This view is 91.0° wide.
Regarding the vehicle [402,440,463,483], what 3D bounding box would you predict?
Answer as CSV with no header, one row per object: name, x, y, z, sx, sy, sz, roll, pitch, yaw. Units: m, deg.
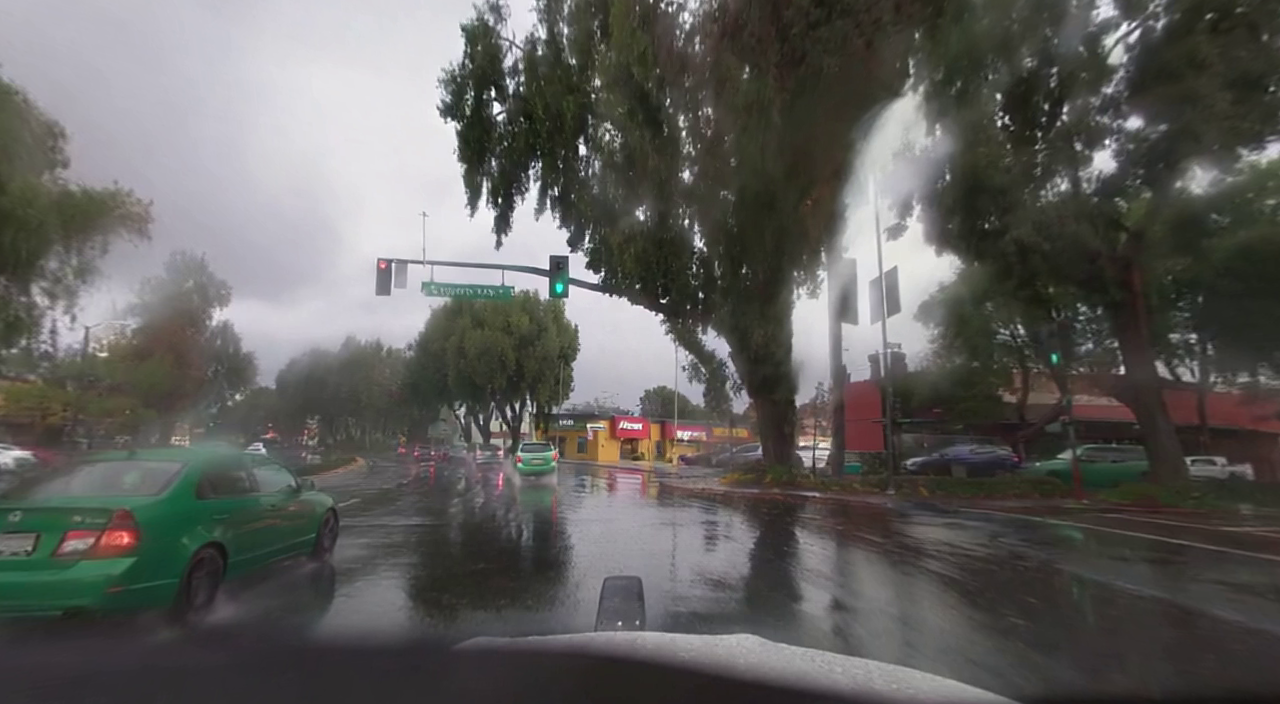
vehicle,-8.393,4.437,25.794,2.042,1.593,3.956,2,-9,-14

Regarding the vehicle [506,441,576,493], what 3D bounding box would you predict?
vehicle,-3.368,3.716,20.809,2.001,1.483,4.442,2,-9,-12

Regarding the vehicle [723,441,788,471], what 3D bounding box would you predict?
vehicle,6.019,5.498,33.512,1.919,1.489,4.889,1,-9,-8

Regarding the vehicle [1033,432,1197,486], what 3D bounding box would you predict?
vehicle,18.050,4.088,24.374,1.865,1.827,5.352,1,-8,-5

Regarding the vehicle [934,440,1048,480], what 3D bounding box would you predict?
vehicle,14.993,4.596,27.218,1.921,1.560,4.676,1,-8,-5

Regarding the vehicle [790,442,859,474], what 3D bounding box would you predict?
vehicle,9.088,5.251,31.350,1.762,1.453,3.976,1,-8,-8

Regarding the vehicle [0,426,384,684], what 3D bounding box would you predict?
vehicle,-4.431,1.532,6.099,2.105,1.477,4.857,0,-8,-3

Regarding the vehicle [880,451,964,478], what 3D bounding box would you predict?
vehicle,15.429,6.169,34.542,3.800,1.369,1.759,2,-9,-11

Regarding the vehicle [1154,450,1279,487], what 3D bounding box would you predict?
vehicle,25.107,5.037,27.379,4.050,1.481,1.853,1,-9,-9
